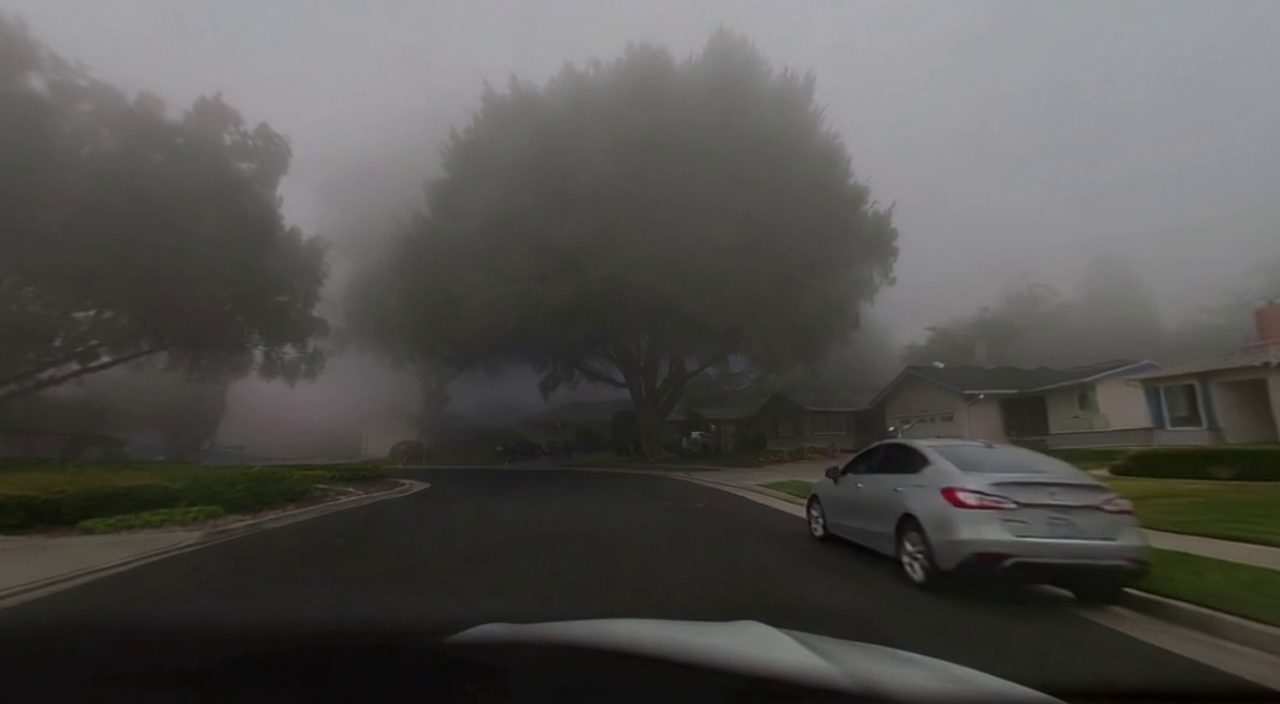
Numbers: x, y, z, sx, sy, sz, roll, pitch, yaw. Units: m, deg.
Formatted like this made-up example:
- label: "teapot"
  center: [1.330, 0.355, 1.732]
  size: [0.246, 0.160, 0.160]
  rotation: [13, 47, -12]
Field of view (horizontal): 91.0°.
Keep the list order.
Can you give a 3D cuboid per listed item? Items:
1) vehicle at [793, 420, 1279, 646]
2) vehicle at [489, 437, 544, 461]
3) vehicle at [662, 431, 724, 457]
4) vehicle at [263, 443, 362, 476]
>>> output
- label: "vehicle"
  center: [3.317, 1.569, 6.658]
  size: [1.998, 1.489, 4.722]
  rotation: [0, -9, -3]
- label: "vehicle"
  center: [-9.438, 7.458, 48.526]
  size: [2.064, 1.758, 5.132]
  rotation: [-3, -9, 15]
- label: "vehicle"
  center: [4.011, 6.929, 47.277]
  size: [2.208, 1.773, 5.065]
  rotation: [-7, -11, 37]
- label: "vehicle"
  center: [-17.537, 5.749, 33.767]
  size: [4.330, 1.657, 2.037]
  rotation: [-2, -9, 14]
